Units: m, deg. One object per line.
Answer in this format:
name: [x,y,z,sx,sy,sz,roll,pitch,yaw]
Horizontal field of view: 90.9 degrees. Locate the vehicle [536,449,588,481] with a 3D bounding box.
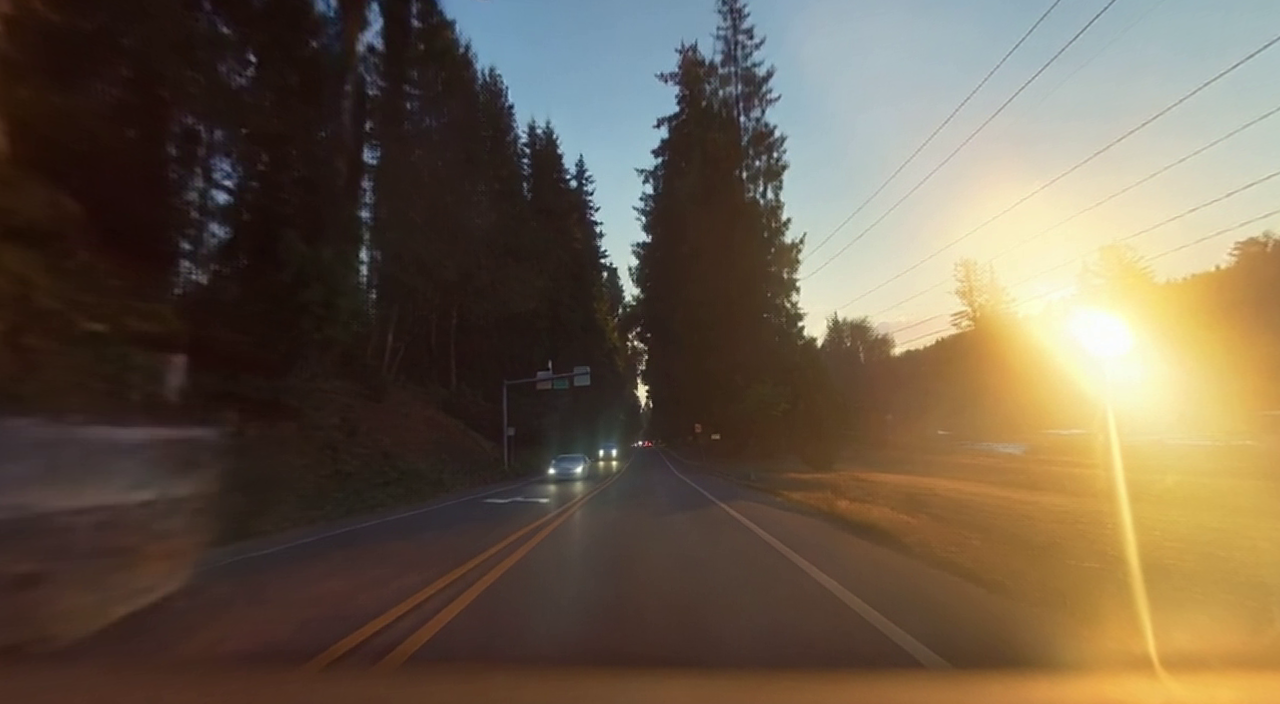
vehicle: [-3.766,5.564,31.199,2.002,1.420,3.948,-1,-8,1]
